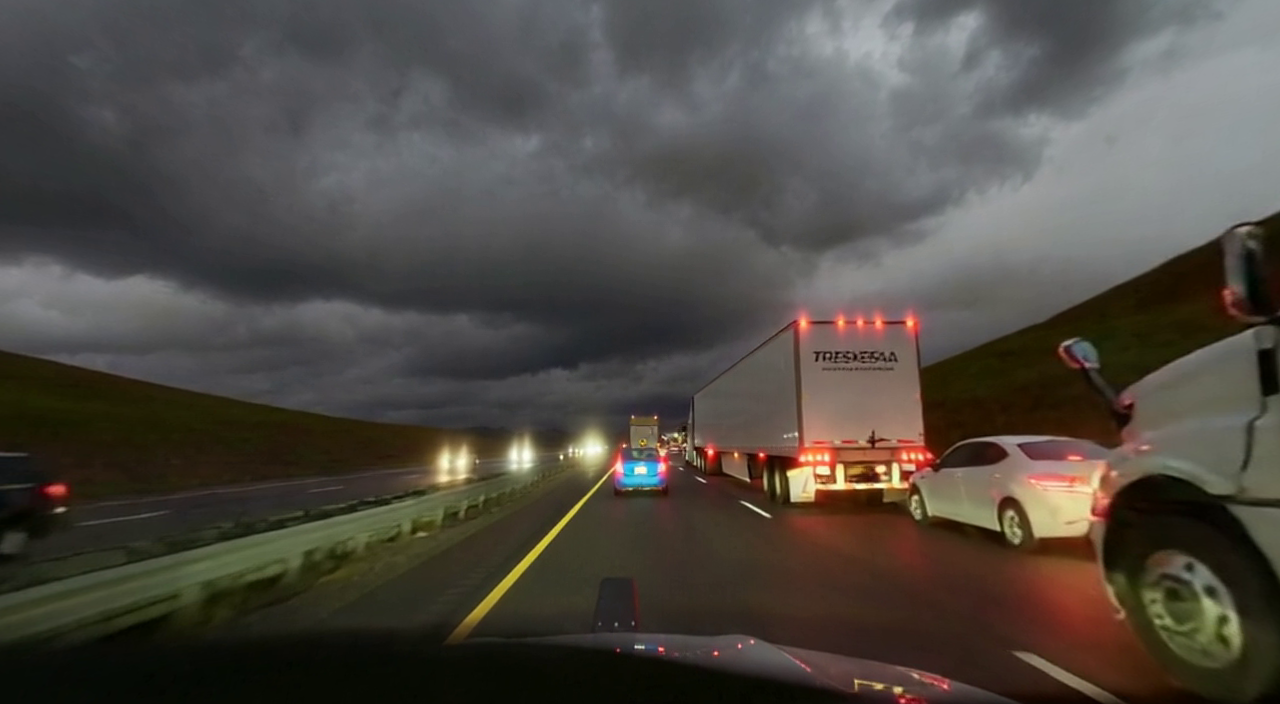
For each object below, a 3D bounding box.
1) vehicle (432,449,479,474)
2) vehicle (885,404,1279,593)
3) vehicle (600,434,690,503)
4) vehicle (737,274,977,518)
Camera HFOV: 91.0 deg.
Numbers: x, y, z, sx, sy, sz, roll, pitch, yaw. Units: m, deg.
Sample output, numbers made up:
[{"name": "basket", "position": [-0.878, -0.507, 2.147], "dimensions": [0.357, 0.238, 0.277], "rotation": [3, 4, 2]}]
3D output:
[{"name": "vehicle", "position": [-11.961, 7.103, 40.997], "dimensions": [1.940, 1.495, 3.889], "rotation": [-1, -8, -1]}, {"name": "vehicle", "position": [5.469, 1.605, 7.970], "dimensions": [1.888, 1.591, 4.815], "rotation": [1, -8, -14]}, {"name": "vehicle", "position": [0.078, 2.919, 16.235], "dimensions": [2.045, 1.507, 3.763], "rotation": [-1, -8, -1]}, {"name": "vehicle", "position": [4.453, 1.429, 15.850], "dimensions": [3.235, 4.197, 9.908], "rotation": [-1, -8, 5]}]
